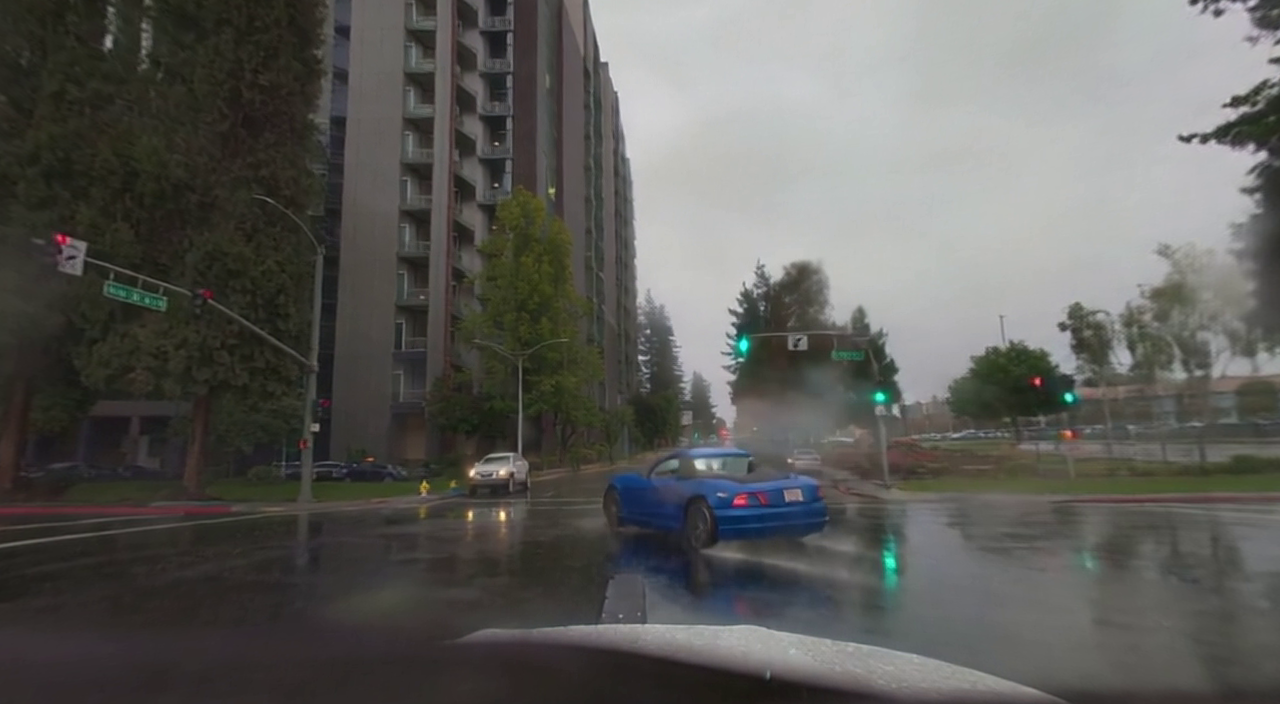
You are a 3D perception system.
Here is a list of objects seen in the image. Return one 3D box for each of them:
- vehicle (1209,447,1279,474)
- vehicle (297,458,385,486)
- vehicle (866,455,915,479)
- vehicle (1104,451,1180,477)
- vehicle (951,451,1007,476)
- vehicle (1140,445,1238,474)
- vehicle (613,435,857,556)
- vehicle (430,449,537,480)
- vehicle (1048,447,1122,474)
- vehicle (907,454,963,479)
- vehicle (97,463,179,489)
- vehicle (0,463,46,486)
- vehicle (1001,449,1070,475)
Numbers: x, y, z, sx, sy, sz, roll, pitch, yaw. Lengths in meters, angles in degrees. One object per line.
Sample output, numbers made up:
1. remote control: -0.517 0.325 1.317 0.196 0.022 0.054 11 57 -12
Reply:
1. vehicle: 33.702 5.976 34.854 1.746 1.391 3.360 -1 -9 9
2. vehicle: -17.261 6.932 36.542 4.207 1.508 1.875 -1 -9 8
3. vehicle: 14.782 6.798 37.449 1.692 1.343 3.352 -1 -9 4
4. vehicle: 28.377 6.309 35.850 1.817 1.361 3.253 -1 -9 7
5. vehicle: 19.952 6.548 37.301 1.704 1.365 3.315 -1 -9 6
6. vehicle: 30.721 6.009 35.543 2.039 1.501 4.231 -1 -9 8
7. vehicle: 1.266 2.194 10.458 1.903 1.529 4.254 4 -10 -25
8. vehicle: -9.712 7.004 39.449 6.021 1.868 2.172 -1 -9 6
9. vehicle: 25.717 6.270 36.640 1.997 1.495 3.504 -1 -9 7
10. vehicle: 17.419 6.739 37.424 2.006 1.371 3.426 -1 -9 7
11. vehicle: -31.575 7.799 39.872 1.709 1.410 3.945 -1 -9 4
12. vehicle: -41.390 8.020 41.288 1.627 1.392 3.330 -1 -9 5
13. vehicle: 22.827 6.338 36.639 1.970 1.449 3.604 -1 -9 7
